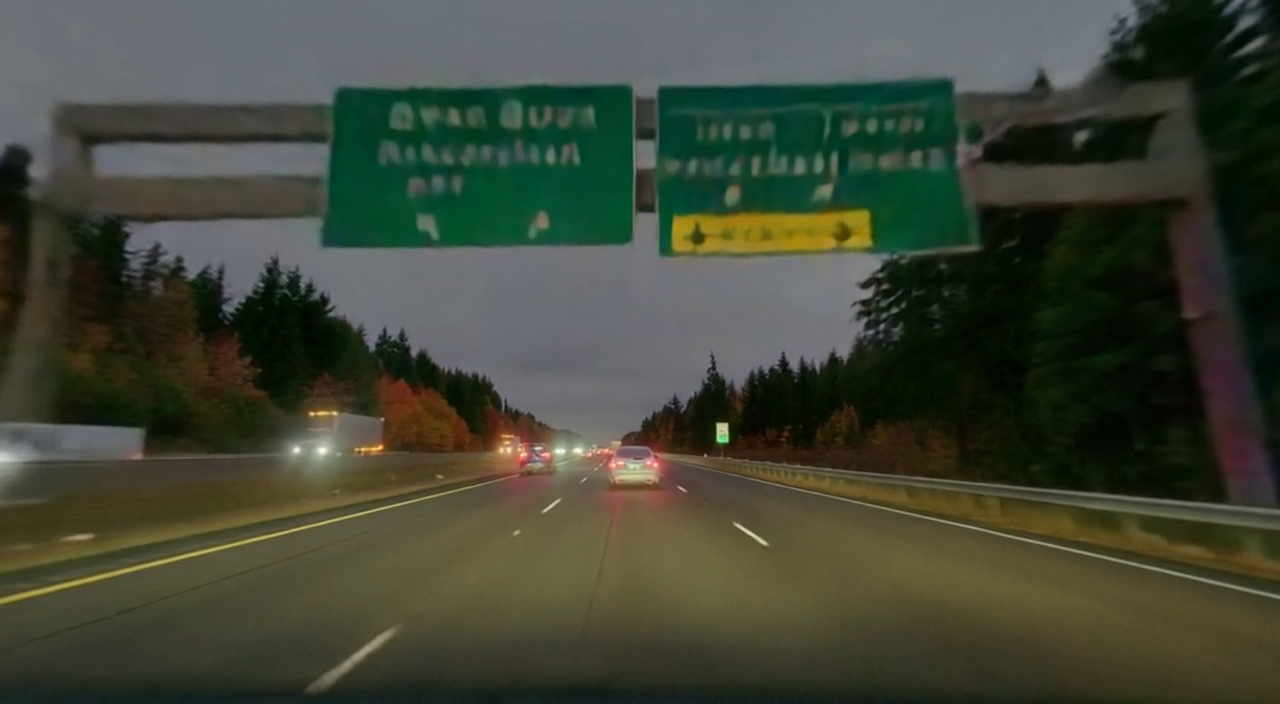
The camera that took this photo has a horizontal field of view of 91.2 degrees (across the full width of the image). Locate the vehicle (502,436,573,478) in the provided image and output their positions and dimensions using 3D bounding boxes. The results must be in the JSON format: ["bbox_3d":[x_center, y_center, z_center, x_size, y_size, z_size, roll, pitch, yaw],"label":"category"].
[{"bbox_3d":[-4.457,4.671,27.992,2.545,1.679,4.267,0,-9,-1],"label":"vehicle"}]

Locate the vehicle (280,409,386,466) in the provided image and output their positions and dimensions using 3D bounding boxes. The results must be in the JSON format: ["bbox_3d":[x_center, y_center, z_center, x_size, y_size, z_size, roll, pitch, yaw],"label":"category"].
[{"bbox_3d":[-22.626,6.525,47.059,3.243,3.800,9.564,0,-9,-1],"label":"vehicle"}]

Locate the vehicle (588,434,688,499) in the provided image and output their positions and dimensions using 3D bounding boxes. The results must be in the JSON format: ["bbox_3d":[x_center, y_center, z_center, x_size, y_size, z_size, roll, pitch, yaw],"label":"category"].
[{"bbox_3d":[-0.092,3.355,18.692,2.634,1.679,4.070,0,-9,-1],"label":"vehicle"}]

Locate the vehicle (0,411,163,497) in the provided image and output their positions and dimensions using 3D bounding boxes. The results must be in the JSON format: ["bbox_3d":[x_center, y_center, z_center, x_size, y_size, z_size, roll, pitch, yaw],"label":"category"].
[{"bbox_3d":[-15.796,2.692,16.613,2.107,1.969,5.204,0,-9,0],"label":"vehicle"}]
